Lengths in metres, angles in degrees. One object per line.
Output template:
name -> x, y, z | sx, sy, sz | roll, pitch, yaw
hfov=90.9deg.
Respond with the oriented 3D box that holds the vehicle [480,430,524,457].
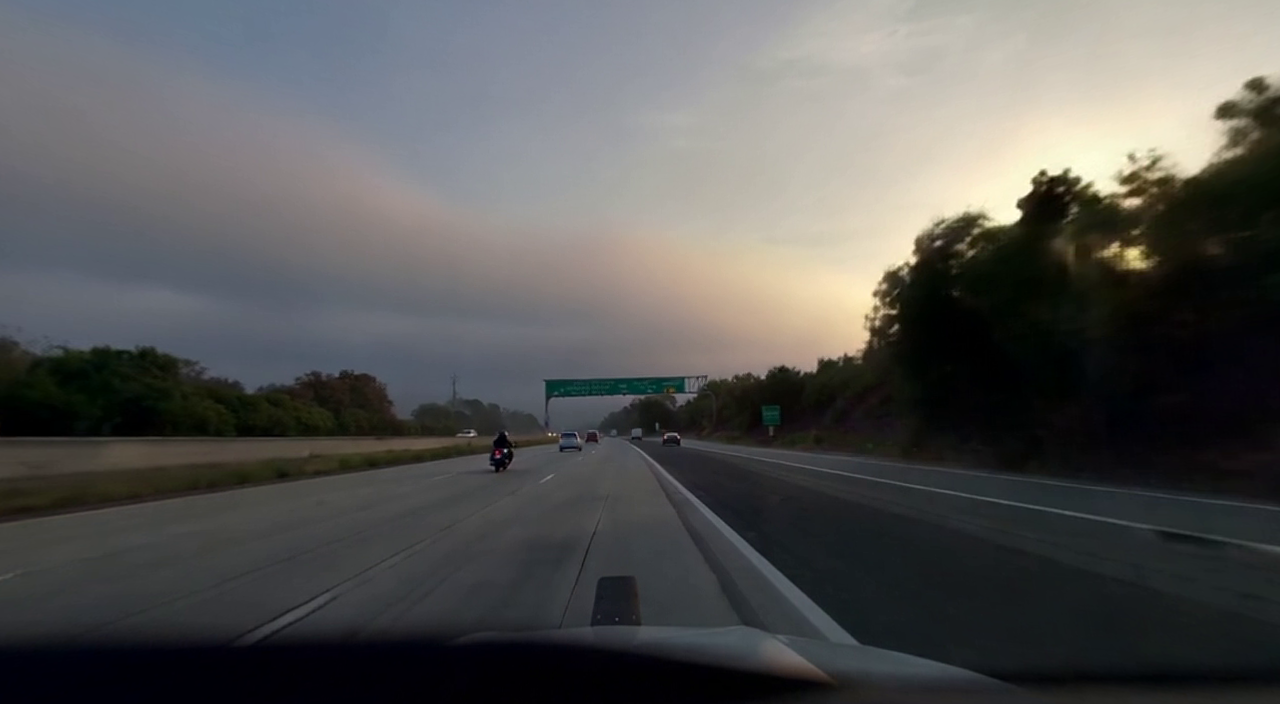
vehicle -> -8.829, 5.895, 40.699 | 1.965, 1.605, 4.115 | 0, -8, -1
